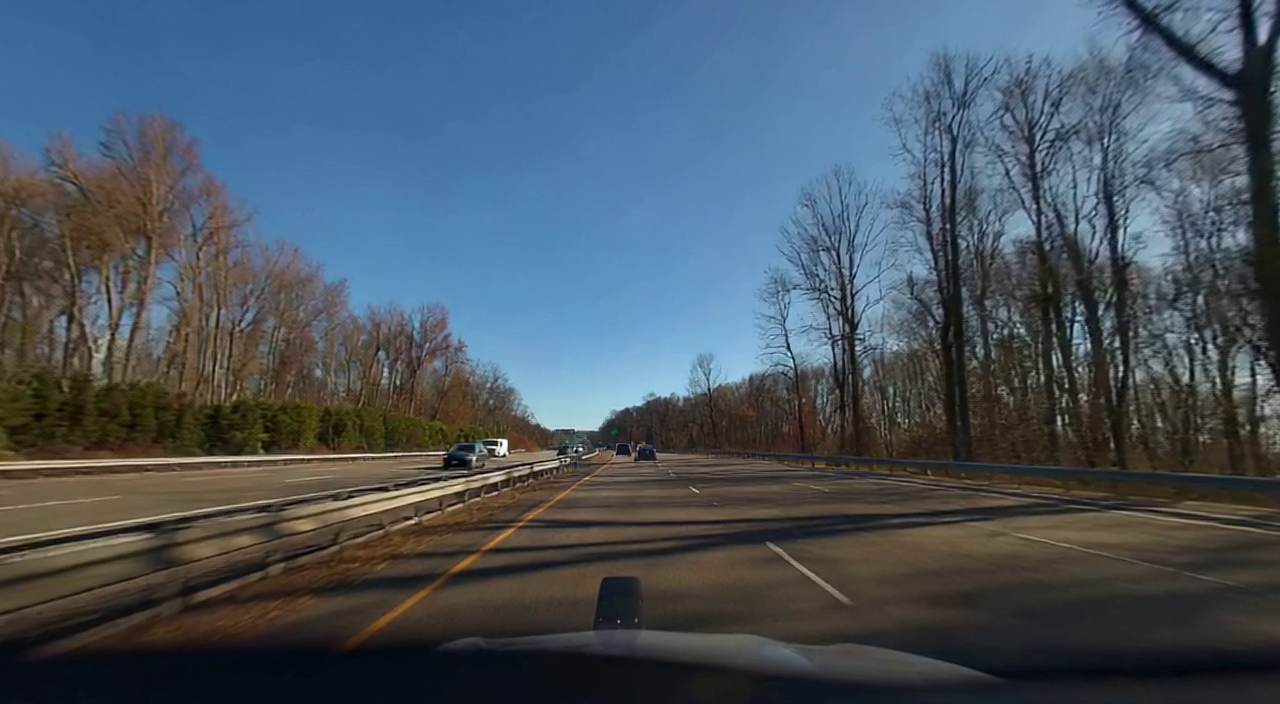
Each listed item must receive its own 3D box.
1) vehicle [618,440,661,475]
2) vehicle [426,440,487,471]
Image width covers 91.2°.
[{"bbox_3d":[-0.074,5.586,33.432,2.151,1.693,4.201,0,-9,-1],"label":"vehicle"},{"bbox_3d":[-9.495,5.393,32.774,1.950,1.498,4.113,0,-9,0],"label":"vehicle"}]
